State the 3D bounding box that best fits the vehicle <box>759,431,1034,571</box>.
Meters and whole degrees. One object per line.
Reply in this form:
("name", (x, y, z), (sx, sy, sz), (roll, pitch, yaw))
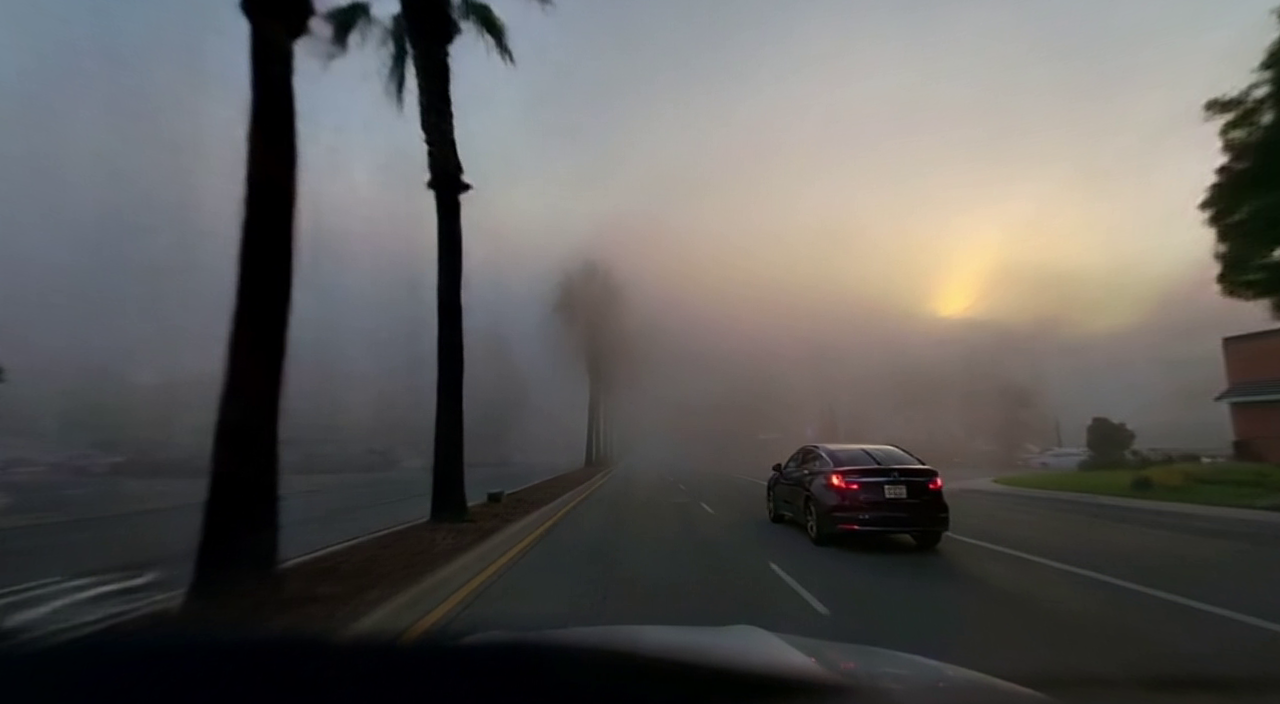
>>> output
("vehicle", (3.223, 1.965, 9.222), (1.989, 1.492, 4.689), (0, -9, -1))
